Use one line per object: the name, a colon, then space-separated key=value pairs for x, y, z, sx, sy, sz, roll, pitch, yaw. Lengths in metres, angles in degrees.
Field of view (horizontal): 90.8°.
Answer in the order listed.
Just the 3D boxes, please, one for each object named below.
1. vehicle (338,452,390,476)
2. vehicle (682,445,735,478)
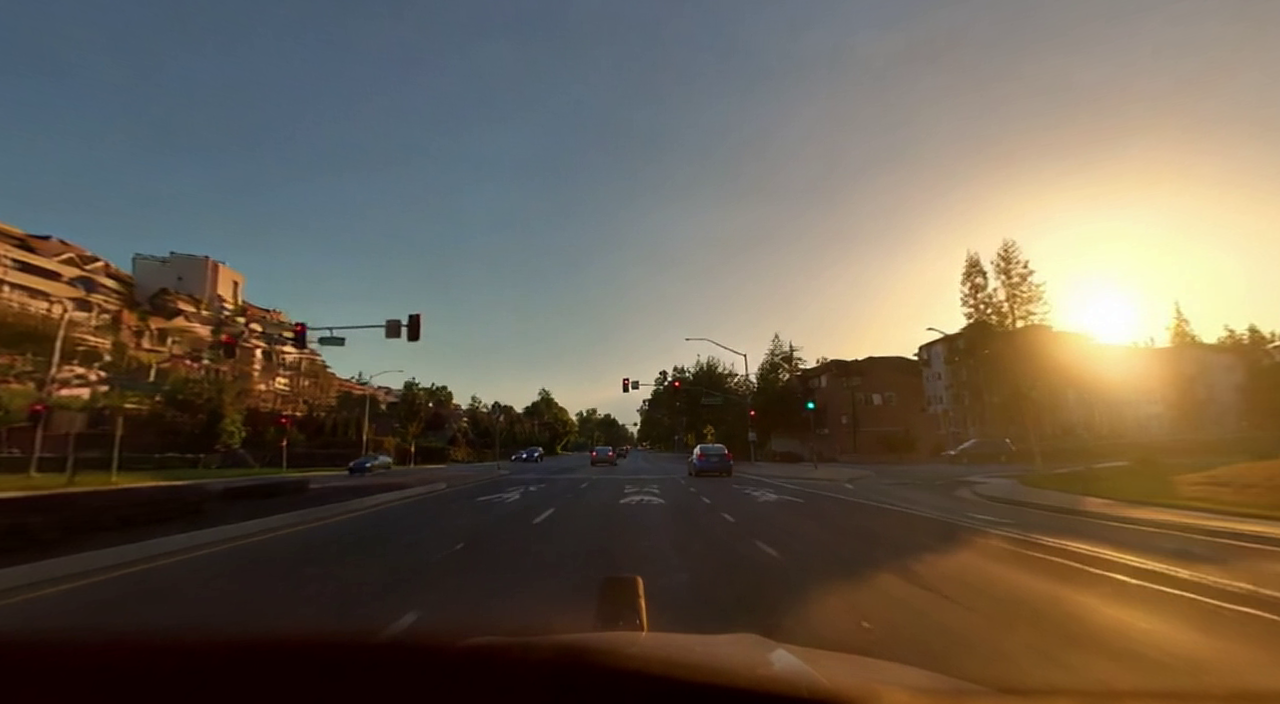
vehicle: x=-21.167 y=8.546 z=48.629 sx=1.913 sy=1.700 sz=4.359 roll=0 pitch=-8 yaw=1
vehicle: x=3.297 y=5.374 z=31.393 sx=2.068 sy=1.497 sz=4.247 roll=0 pitch=-8 yaw=-1
